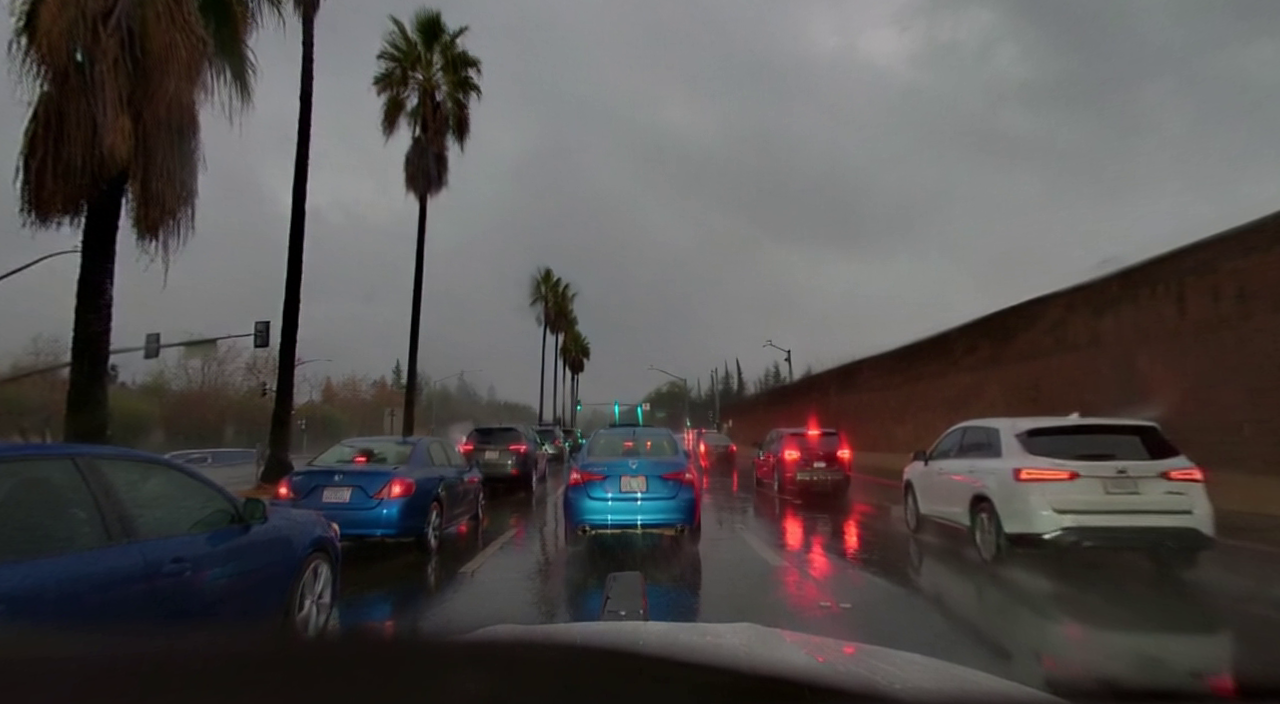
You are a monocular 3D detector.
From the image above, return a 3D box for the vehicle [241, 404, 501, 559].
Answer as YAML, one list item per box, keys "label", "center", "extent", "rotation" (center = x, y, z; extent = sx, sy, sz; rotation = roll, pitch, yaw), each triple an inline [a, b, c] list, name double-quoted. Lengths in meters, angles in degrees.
- label: "vehicle"
  center: [-3.518, 1.778, 9.271]
  extent: [2.055, 1.746, 4.136]
  rotation: [0, -8, -1]

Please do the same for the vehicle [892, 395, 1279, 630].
- label: "vehicle"
  center: [4.427, 1.524, 6.988]
  extent: [2.112, 1.717, 4.432]
  rotation: [-2, -9, 10]

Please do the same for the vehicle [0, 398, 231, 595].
- label: "vehicle"
  center: [-6.674, 1.403, 6.384]
  extent: [1.963, 1.721, 4.662]
  rotation: [0, -8, -2]

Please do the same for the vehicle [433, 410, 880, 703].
- label: "vehicle"
  center: [0.045, 1.338, 5.195]
  extent: [2.128, 1.473, 4.272]
  rotation: [0, -8, -1]
